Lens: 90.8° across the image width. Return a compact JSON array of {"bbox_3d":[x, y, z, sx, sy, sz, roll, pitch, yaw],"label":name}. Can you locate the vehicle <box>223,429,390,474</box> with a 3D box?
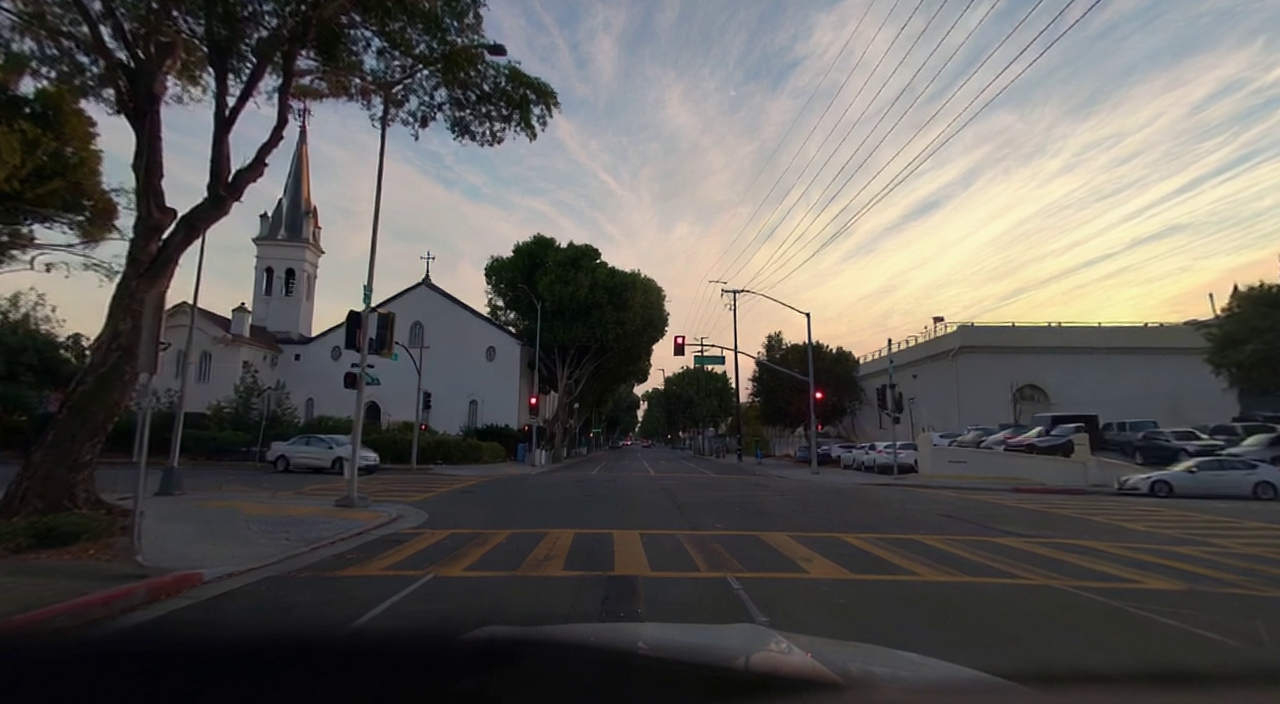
[{"bbox_3d":[-11.564,3.474,22.129,4.718,1.497,2.032,0,-9,4],"label":"vehicle"}]
